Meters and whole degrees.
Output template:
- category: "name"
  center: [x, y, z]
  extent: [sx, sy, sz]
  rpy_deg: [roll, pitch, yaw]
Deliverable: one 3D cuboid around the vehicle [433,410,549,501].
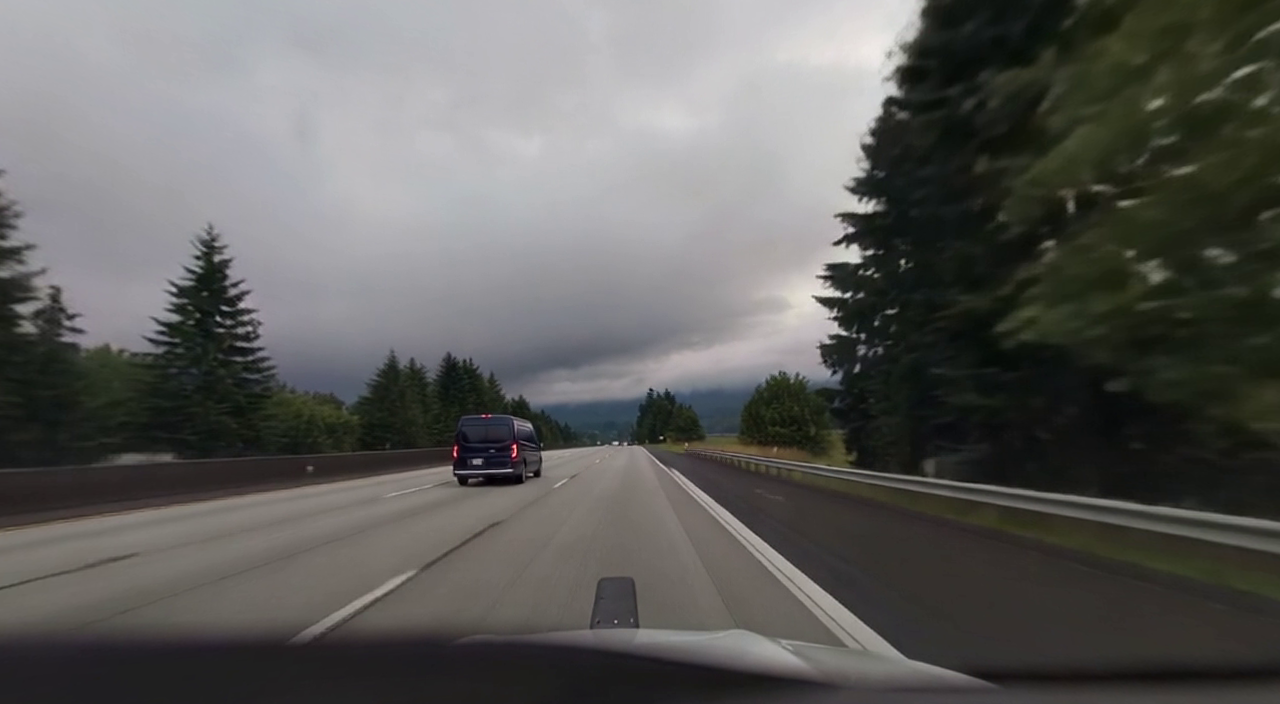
- category: "vehicle"
  center: [-3.732, 2.698, 16.735]
  extent: [1.976, 2.029, 4.737]
  rpy_deg: [-1, -8, 0]
